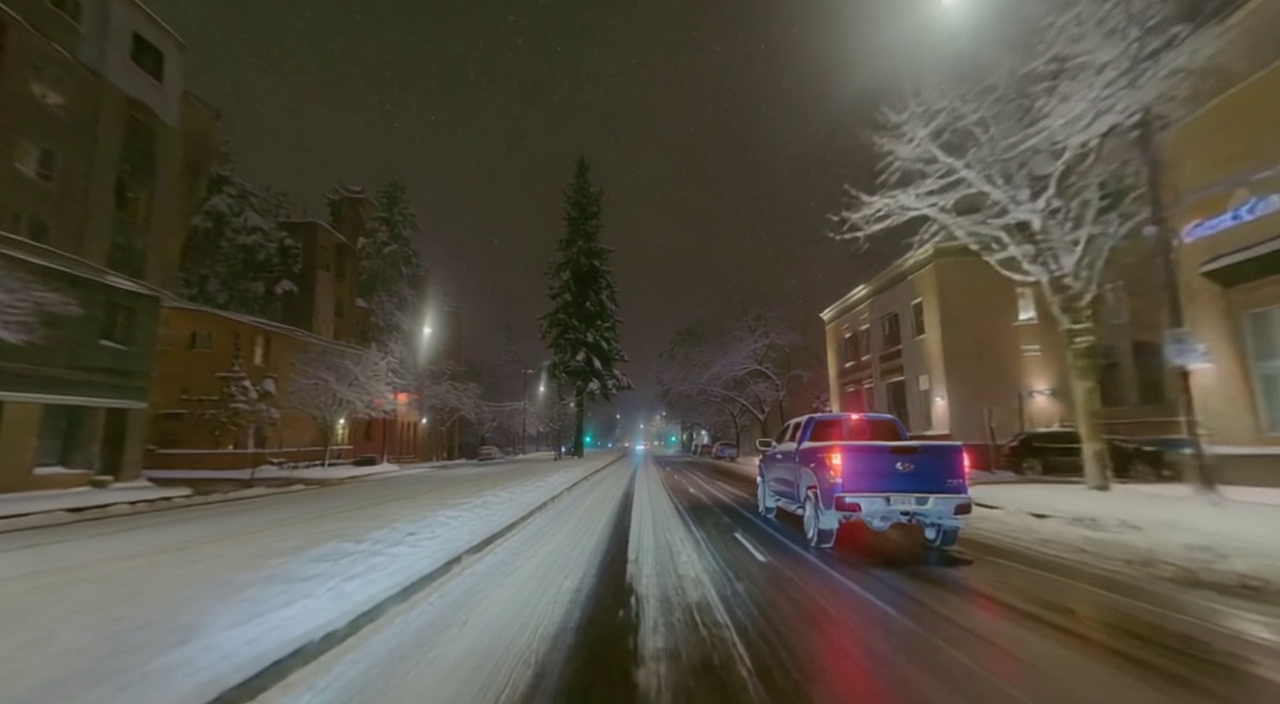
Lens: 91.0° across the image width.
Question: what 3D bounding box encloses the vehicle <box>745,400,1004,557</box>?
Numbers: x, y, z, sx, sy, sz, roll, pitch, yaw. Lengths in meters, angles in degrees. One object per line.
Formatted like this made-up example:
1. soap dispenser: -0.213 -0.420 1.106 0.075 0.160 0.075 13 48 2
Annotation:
1. vehicle: 3.217 1.889 10.169 2.085 1.828 5.383 0 -8 0

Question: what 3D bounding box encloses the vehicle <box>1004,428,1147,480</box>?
1. vehicle: 15.995 3.767 23.504 1.952 1.691 4.743 0 -8 0
